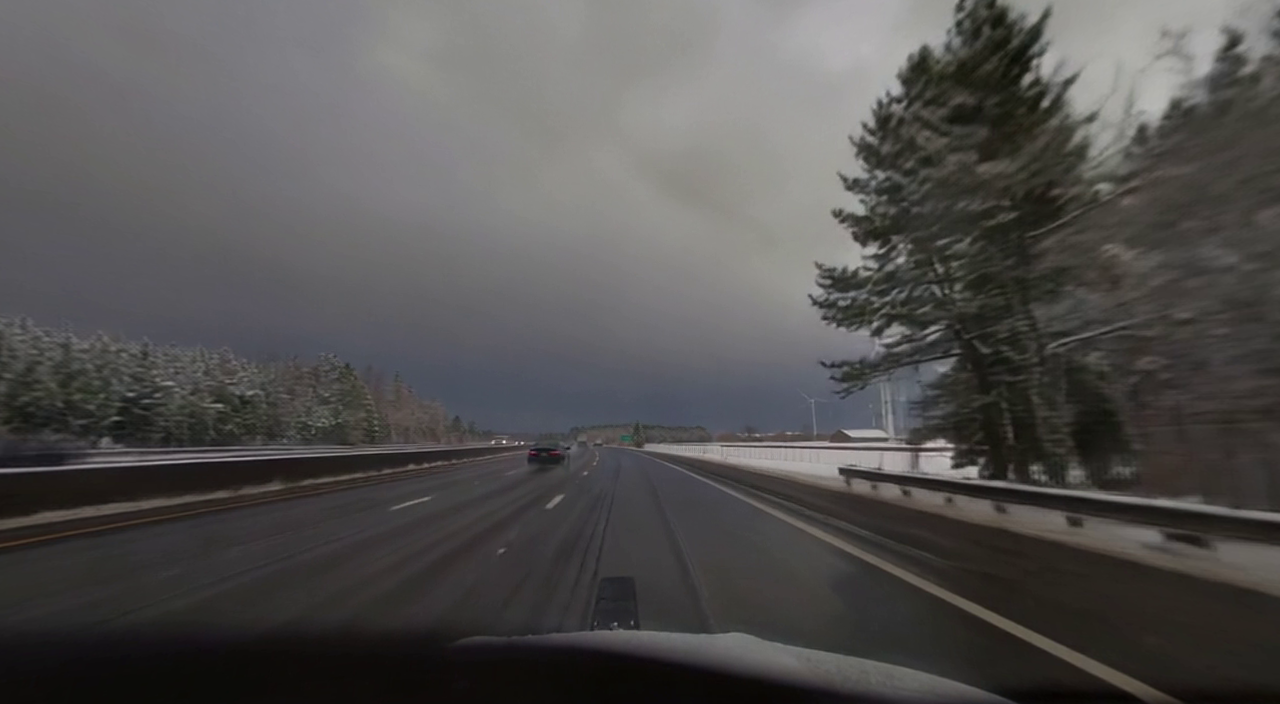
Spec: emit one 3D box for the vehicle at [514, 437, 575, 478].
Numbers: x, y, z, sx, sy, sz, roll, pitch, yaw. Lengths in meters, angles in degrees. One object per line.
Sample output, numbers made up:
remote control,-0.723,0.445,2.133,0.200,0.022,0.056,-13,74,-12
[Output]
vehicle,-3.956,4.430,26.786,2.053,1.549,4.097,0,-8,-2
